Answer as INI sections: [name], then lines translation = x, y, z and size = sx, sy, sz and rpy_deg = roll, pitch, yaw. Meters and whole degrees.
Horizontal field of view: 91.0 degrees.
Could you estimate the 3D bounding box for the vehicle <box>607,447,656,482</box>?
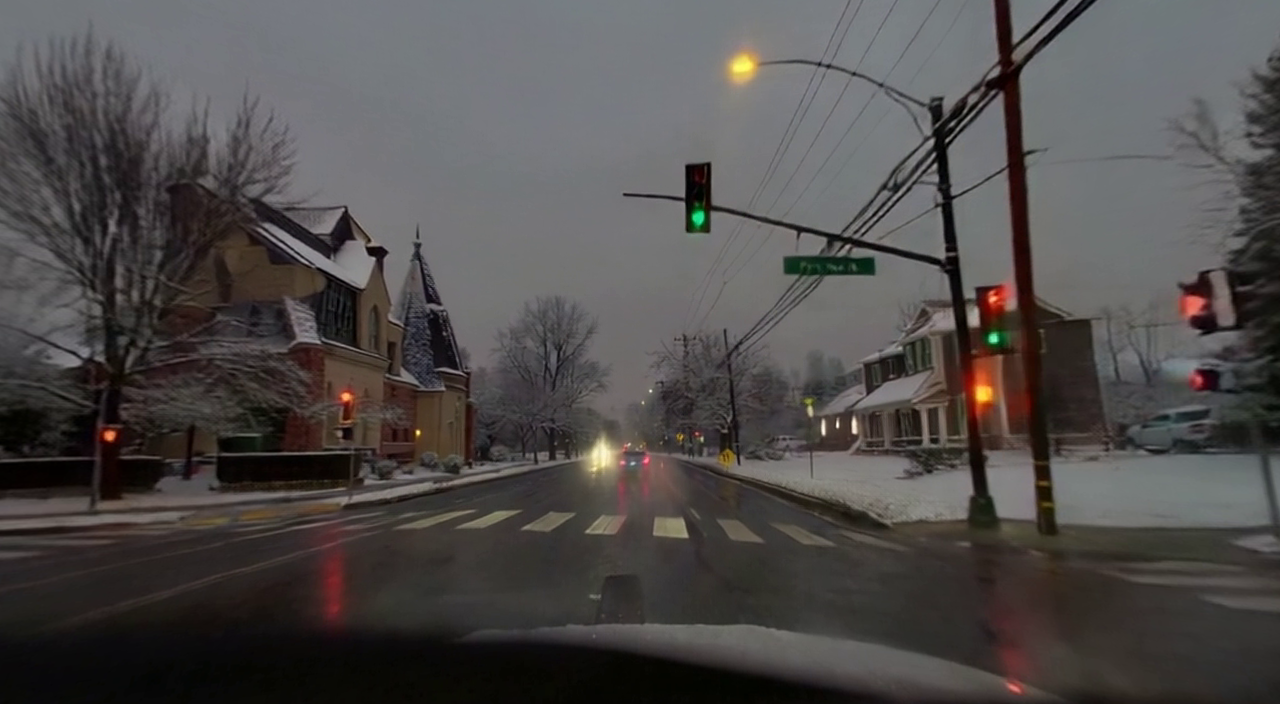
[vehicle]
translation = -0.388, 5.127, 28.954
size = 2.093, 1.497, 4.010
rpy_deg = 0, -9, -1
